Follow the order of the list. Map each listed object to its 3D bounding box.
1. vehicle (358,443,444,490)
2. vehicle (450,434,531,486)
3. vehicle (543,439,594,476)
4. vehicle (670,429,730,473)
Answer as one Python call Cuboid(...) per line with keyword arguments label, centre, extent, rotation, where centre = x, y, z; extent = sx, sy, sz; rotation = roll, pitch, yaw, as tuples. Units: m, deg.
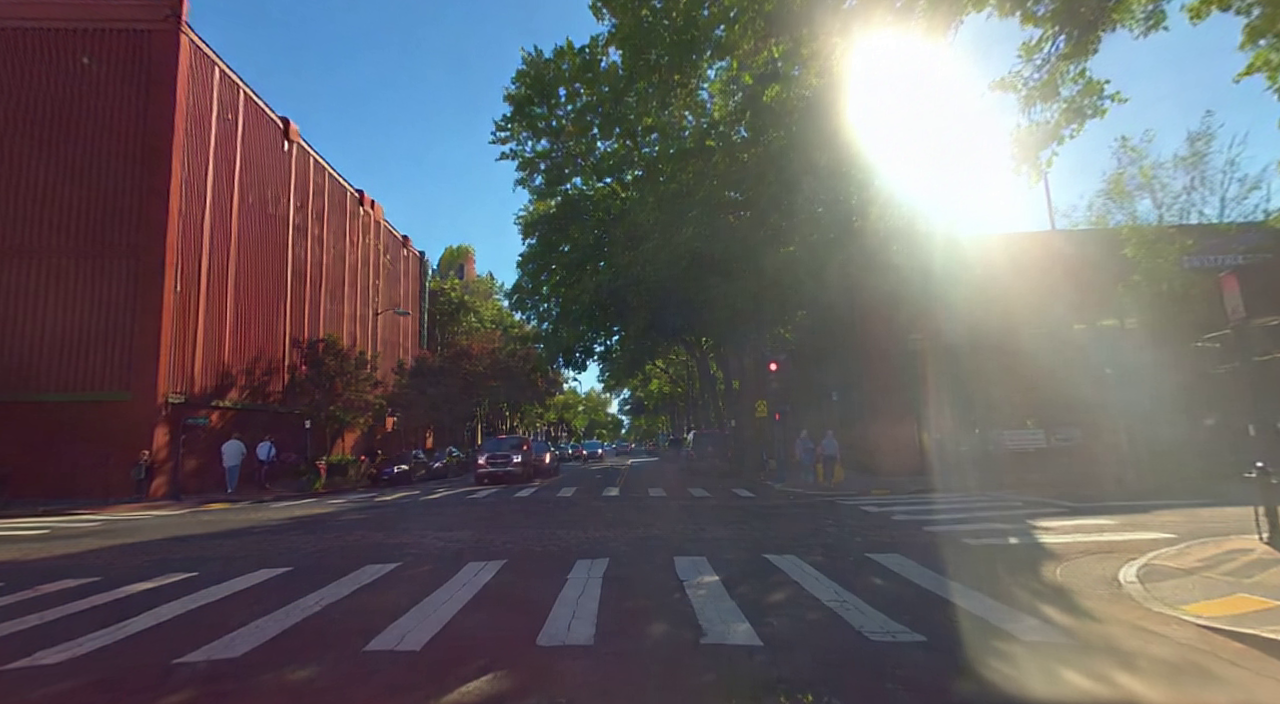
Cuboid(label="vehicle", centre=(-9.910, 4.747, 26.588), extent=(2.216, 1.804, 4.526), rotation=(1, -8, -5))
Cuboid(label="vehicle", centre=(-5.950, 4.349, 25.737), extent=(2.242, 1.887, 4.924), rotation=(0, -8, -2))
Cuboid(label="vehicle", centre=(-3.282, 4.910, 29.535), extent=(2.033, 1.596, 4.142), rotation=(0, -8, -2))
Cuboid(label="vehicle", centre=(3.101, 5.313, 34.064), extent=(2.557, 2.188, 5.164), rotation=(1, -8, -2))
